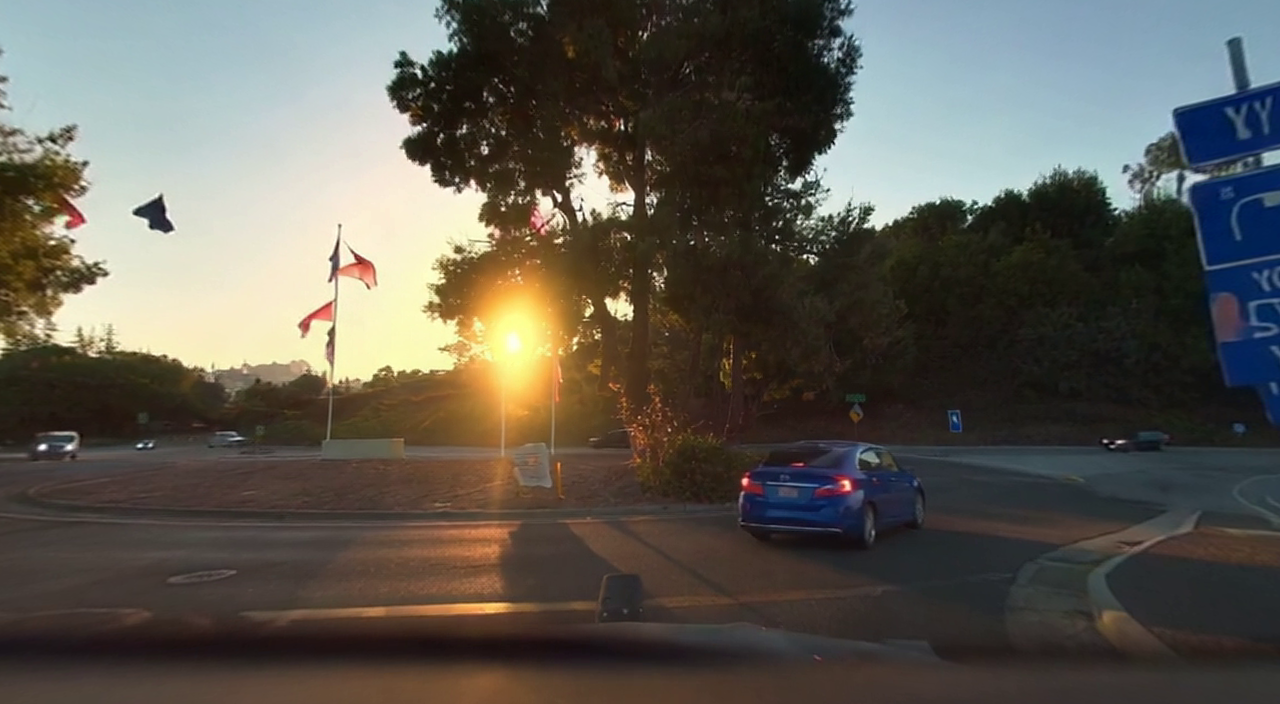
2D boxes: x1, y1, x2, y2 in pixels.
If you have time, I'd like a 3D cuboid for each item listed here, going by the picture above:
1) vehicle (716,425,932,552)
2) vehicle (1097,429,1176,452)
[{"bbox_3d":[3.158,2.090,10.296,2.078,1.607,4.010,-7,-11,36],"label":"vehicle"},{"bbox_3d":[36.612,6.549,46.554,4.045,1.569,1.781,-2,-9,9],"label":"vehicle"}]
